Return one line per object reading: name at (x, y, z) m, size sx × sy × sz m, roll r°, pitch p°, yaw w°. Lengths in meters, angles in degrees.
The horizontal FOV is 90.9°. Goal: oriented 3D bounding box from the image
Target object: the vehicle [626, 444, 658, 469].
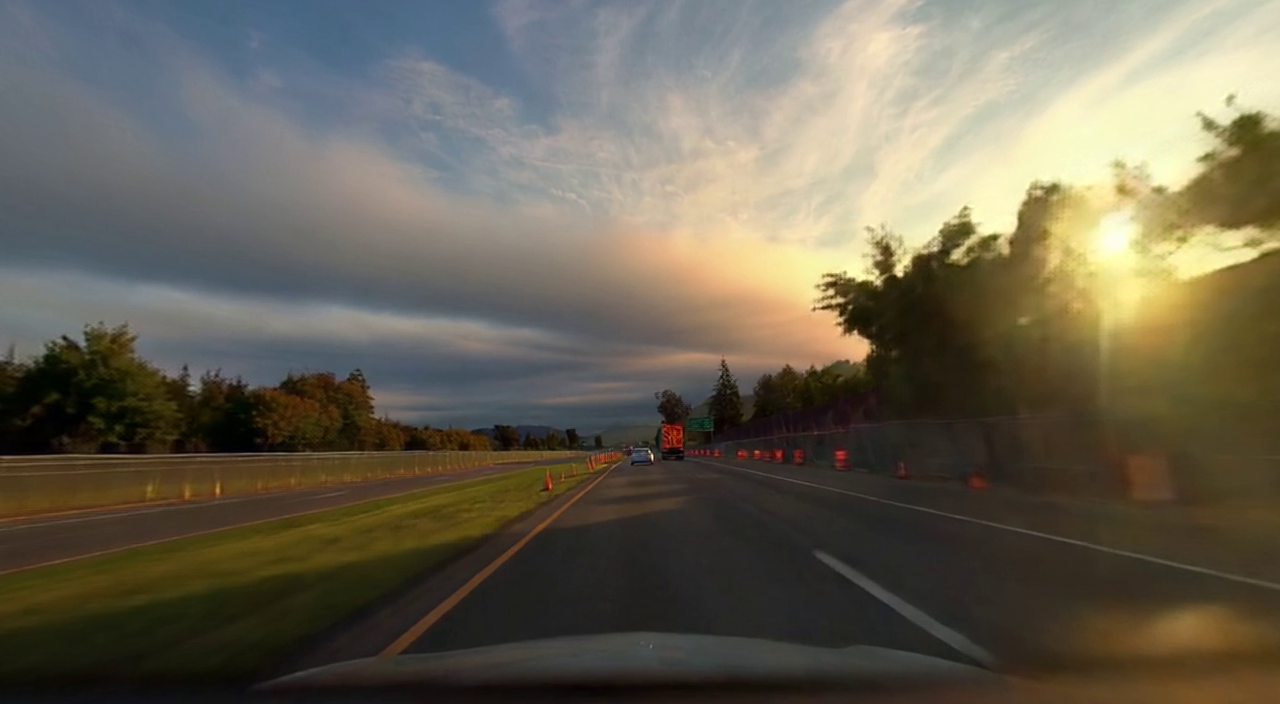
vehicle at (0.136, 7.058, 42.571) m, size 2.065 × 1.573 × 3.734 m, roll 0°, pitch -9°, yaw 0°
